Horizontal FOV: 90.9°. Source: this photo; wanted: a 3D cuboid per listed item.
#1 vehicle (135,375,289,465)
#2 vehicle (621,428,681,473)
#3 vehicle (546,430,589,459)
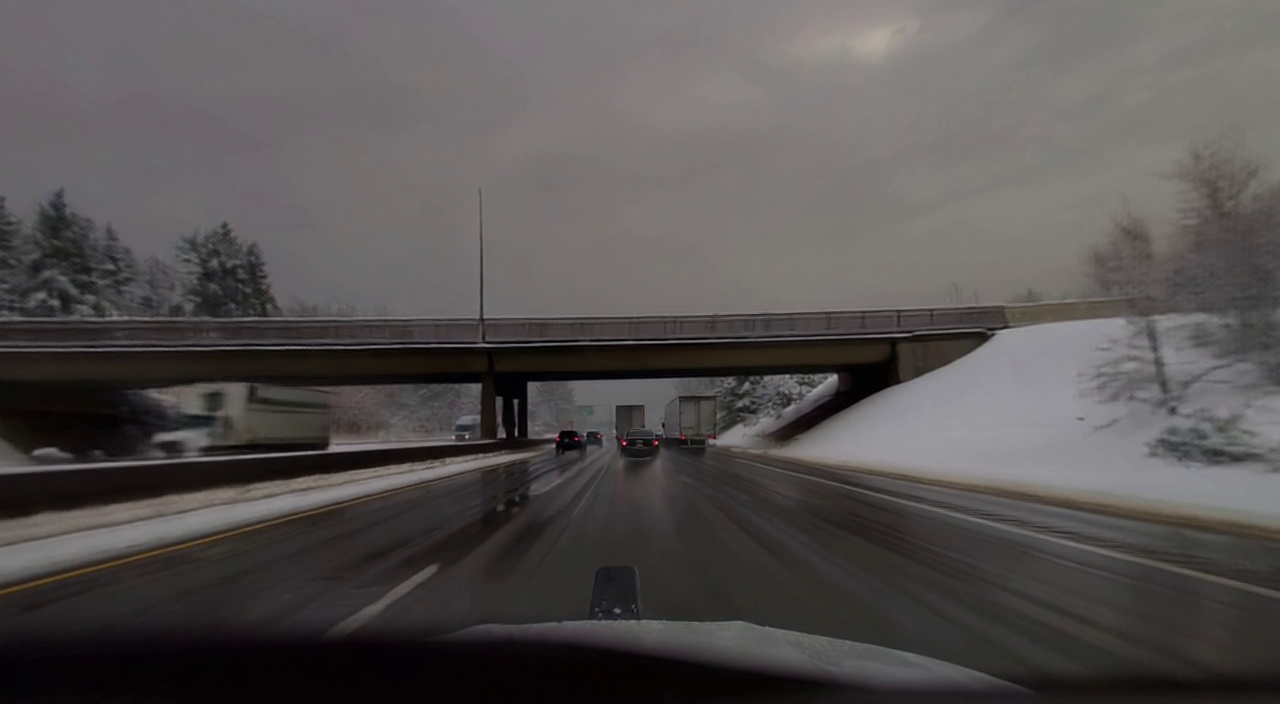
[{"bbox_3d":[-21.260,3.501,31.902,2.992,4.070,6.649,0,-8,-1],"label":"vehicle"},{"bbox_3d":[0.328,3.635,23.535,2.059,1.522,3.693,0,-8,-2],"label":"vehicle"},{"bbox_3d":[-4.066,5.293,36.133,1.979,1.527,4.754,0,-8,-1],"label":"vehicle"}]
